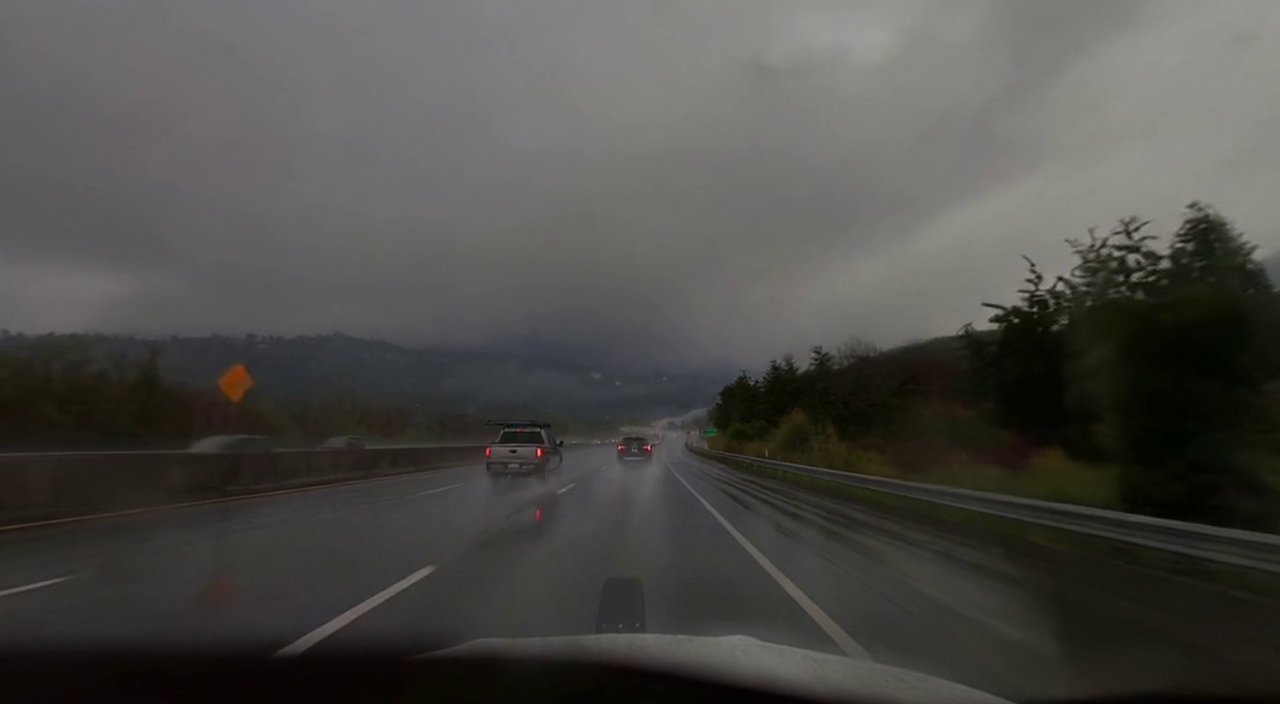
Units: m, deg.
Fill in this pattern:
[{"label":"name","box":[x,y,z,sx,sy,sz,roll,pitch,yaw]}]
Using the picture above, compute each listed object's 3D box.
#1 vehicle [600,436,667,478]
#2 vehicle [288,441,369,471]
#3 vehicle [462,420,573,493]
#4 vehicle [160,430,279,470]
[{"label":"vehicle","box":[-0.184,4.650,28.150,2.715,1.669,5.163,0,-9,1]},{"label":"vehicle","box":[-17.176,5.765,34.999,1.910,1.517,4.666,0,-9,2]},{"label":"vehicle","box":[-3.578,3.177,19.496,2.250,1.947,4.860,0,-9,2]},{"label":"vehicle","box":[-21.083,4.959,31.948,2.111,1.825,5.567,0,-9,1]}]
